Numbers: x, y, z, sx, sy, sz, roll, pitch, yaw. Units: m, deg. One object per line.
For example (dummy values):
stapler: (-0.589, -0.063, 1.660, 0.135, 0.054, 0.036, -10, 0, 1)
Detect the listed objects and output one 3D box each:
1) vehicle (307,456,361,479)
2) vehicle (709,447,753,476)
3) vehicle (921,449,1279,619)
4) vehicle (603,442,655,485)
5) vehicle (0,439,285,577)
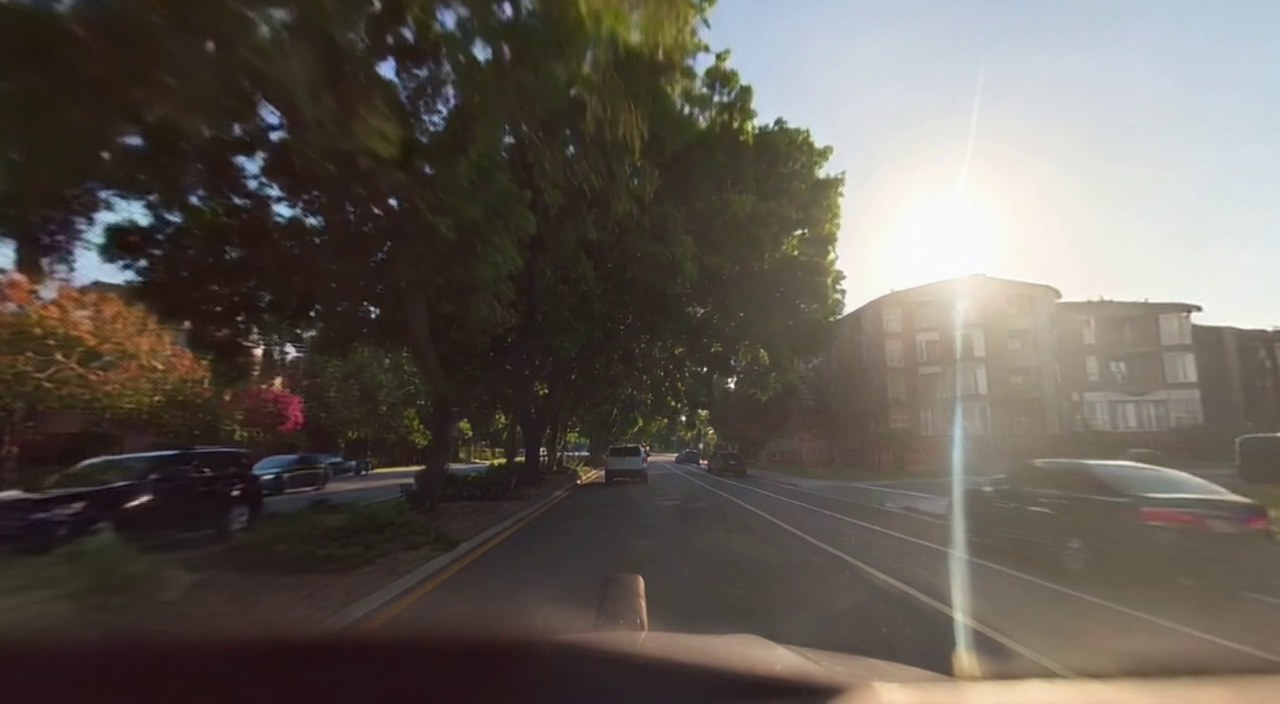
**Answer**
vehicle: (-22.439, 8.466, 46.521, 1.772, 1.457, 4.505, 0, -9, -1)
vehicle: (5.620, 6.813, 39.678, 1.970, 1.696, 4.405, 0, -9, -2)
vehicle: (5.694, 1.993, 8.036, 1.978, 1.485, 4.603, 0, -9, -2)
vehicle: (-0.467, 4.743, 27.273, 2.070, 1.698, 3.925, 0, -9, -1)
vehicle: (-7.529, 2.042, 9.231, 2.105, 1.474, 4.808, 0, -9, -3)
